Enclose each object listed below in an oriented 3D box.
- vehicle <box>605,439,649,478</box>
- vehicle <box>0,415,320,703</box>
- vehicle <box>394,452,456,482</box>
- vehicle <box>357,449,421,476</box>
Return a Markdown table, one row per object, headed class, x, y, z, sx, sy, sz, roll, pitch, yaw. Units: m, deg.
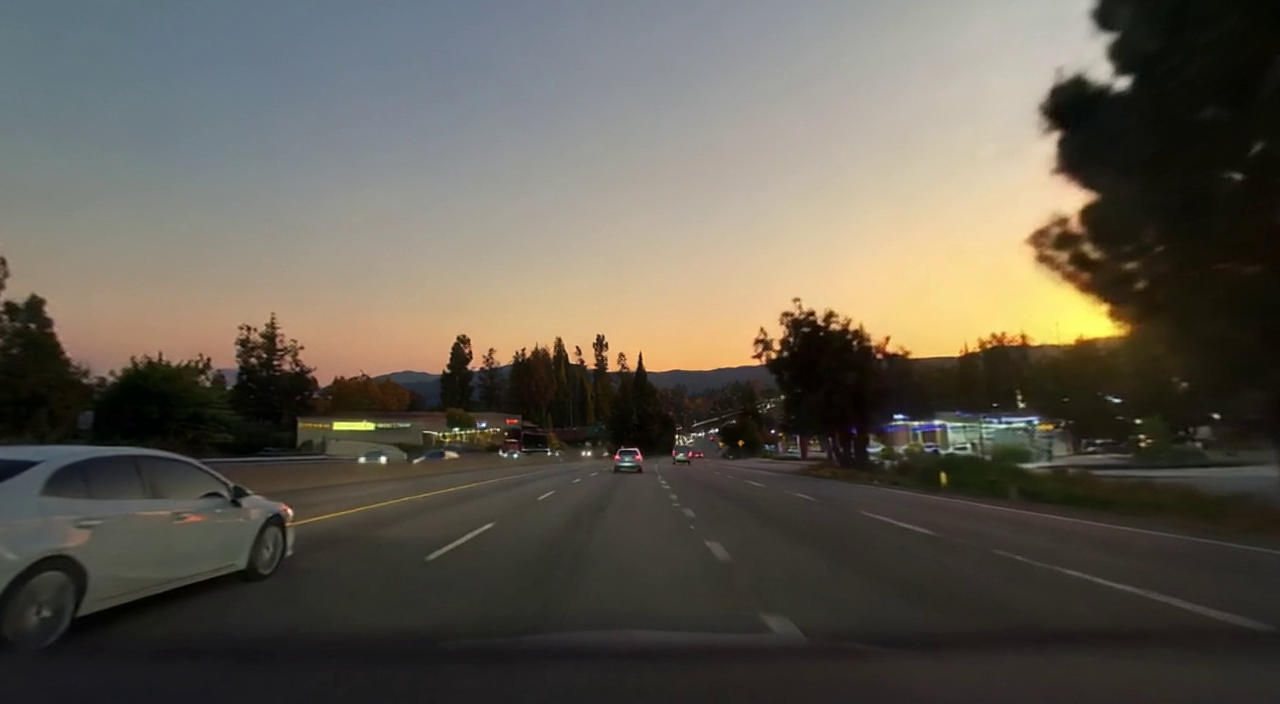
| class | x | y | z | sx | sy | sz | roll | pitch | yaw |
| --- | --- | --- | --- | --- | --- | --- | --- | --- | --- |
| vehicle | -0.619 | 5.630 | 33.608 | 2.155 | 1.856 | 4.796 | 0 | -9 | 1 |
| vehicle | -4.284 | 1.236 | 4.256 | 1.907 | 1.483 | 4.562 | 0 | -9 | -1 |
| vehicle | -11.241 | 6.025 | 33.315 | 1.729 | 1.430 | 3.942 | -1 | -9 | 2 |
| vehicle | -14.897 | 6.575 | 37.784 | 1.900 | 1.513 | 4.475 | -1 | -9 | 2 |
